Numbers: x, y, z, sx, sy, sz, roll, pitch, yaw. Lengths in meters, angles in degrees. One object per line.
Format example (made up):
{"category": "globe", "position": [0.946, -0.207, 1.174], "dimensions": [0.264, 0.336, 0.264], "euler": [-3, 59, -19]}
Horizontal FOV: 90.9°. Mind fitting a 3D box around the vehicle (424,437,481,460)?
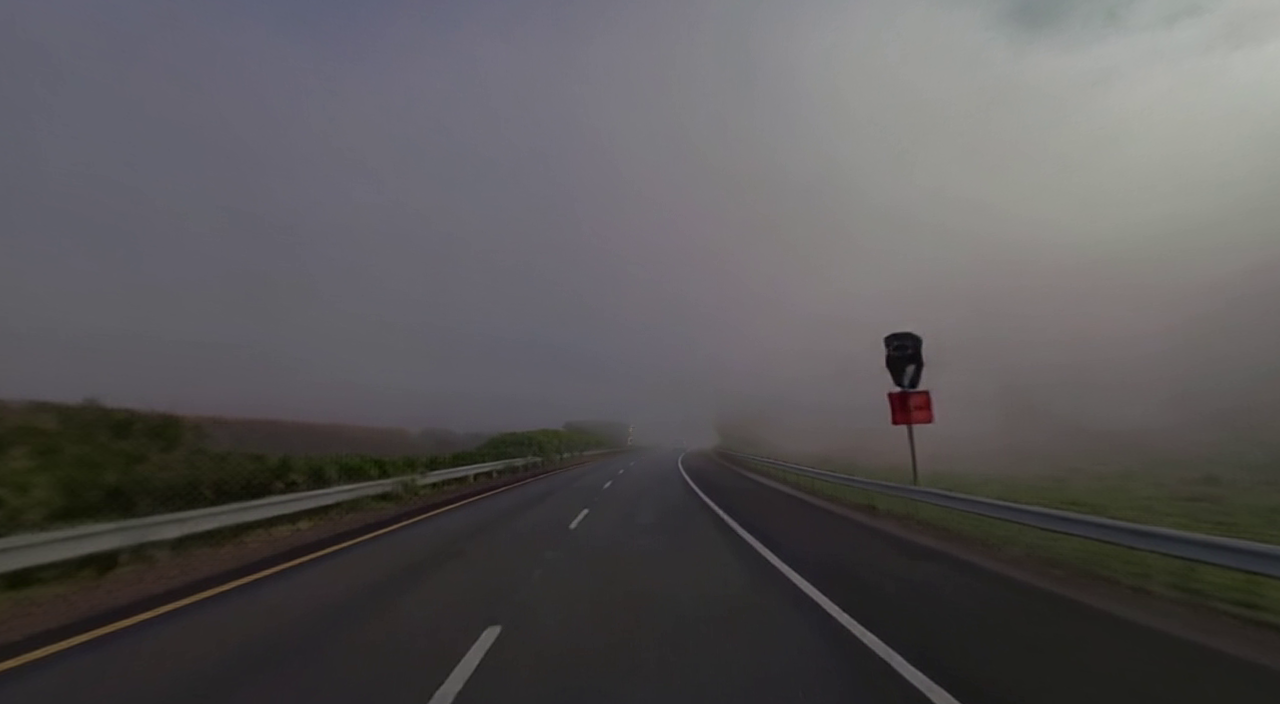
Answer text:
{"category": "vehicle", "position": [-13.572, 6.987, 45.865], "dimensions": [2.141, 1.612, 3.998], "euler": [-2, -8, 15]}
